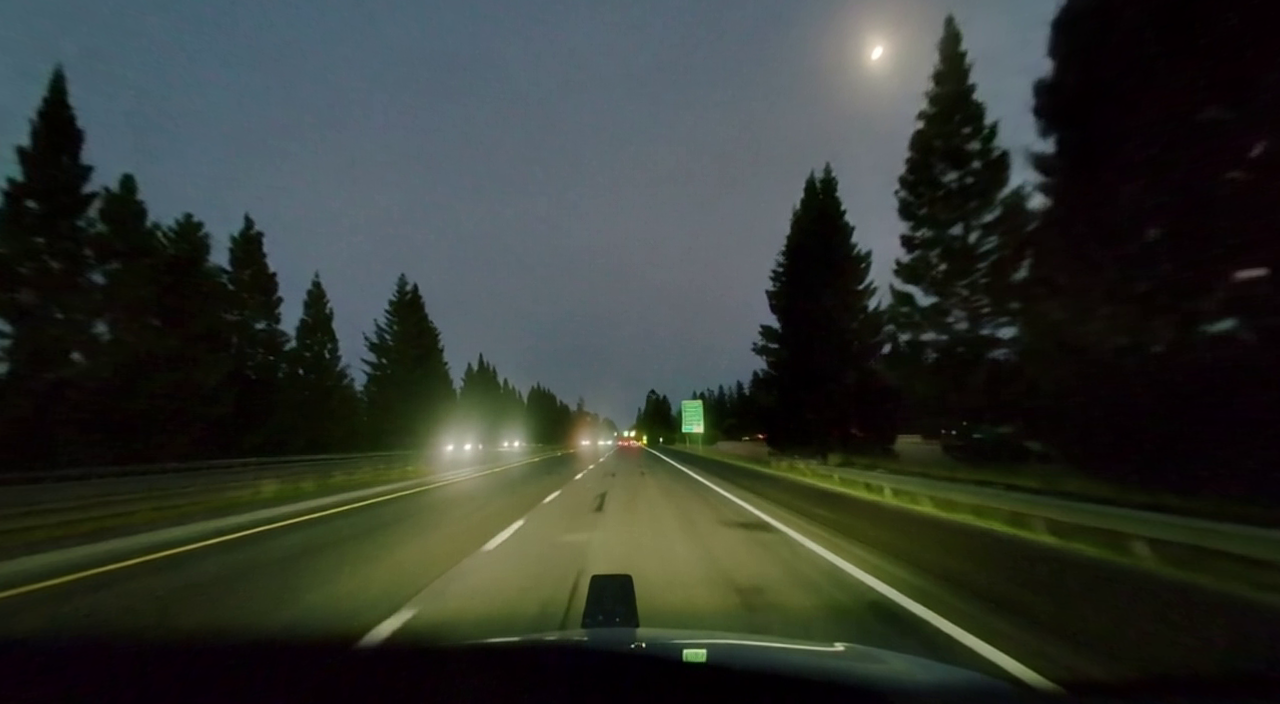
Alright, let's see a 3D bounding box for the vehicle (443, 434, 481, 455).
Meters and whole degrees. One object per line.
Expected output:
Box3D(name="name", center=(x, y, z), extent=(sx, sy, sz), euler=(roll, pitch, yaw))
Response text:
Box3D(name="vehicle", center=(-13.924, 7.221, 49.514), extent=(1.837, 1.574, 4.094), euler=(0, -8, -1))
